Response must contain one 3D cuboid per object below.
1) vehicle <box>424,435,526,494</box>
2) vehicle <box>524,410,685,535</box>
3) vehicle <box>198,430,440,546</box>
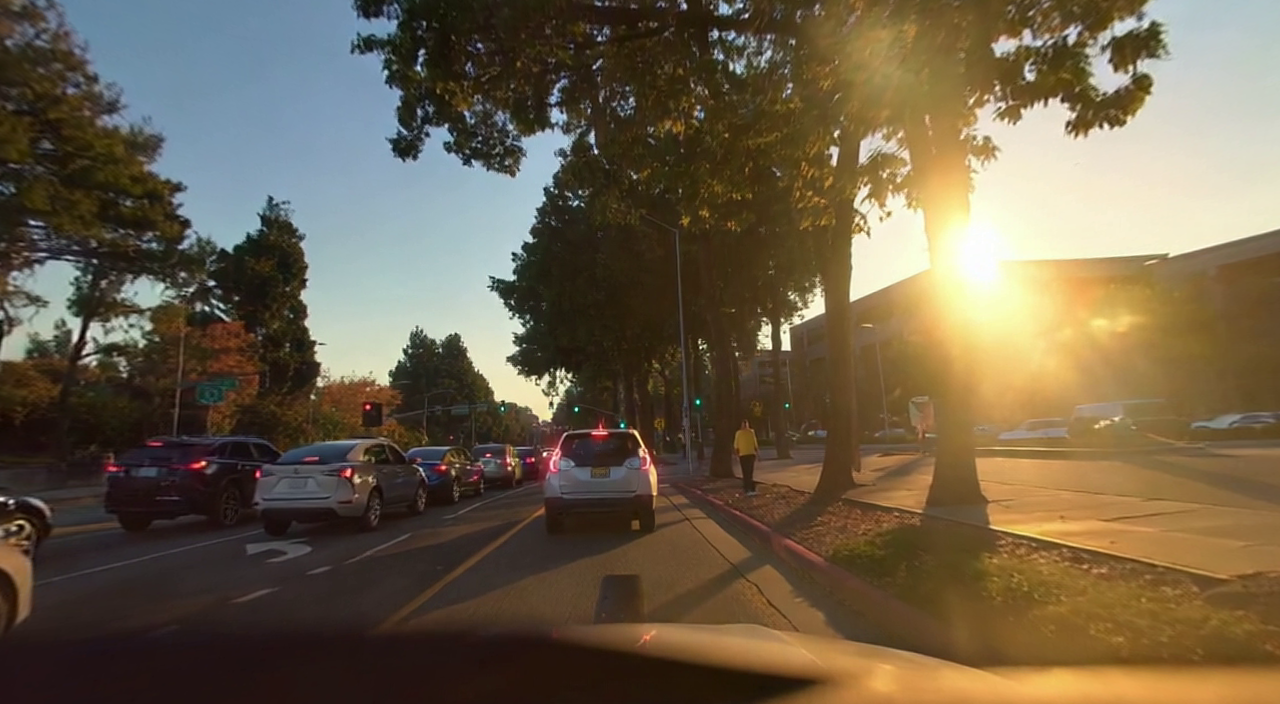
[{"bbox_3d":[-5.439,3.764,21.517,2.188,1.774,4.477,0,-9,1],"label":"vehicle"},{"bbox_3d":[-0.581,2.113,11.584,2.368,1.829,4.293,0,-9,-2],"label":"vehicle"},{"bbox_3d":[-5.407,2.326,11.522,2.010,1.674,4.484,0,-9,0],"label":"vehicle"}]
